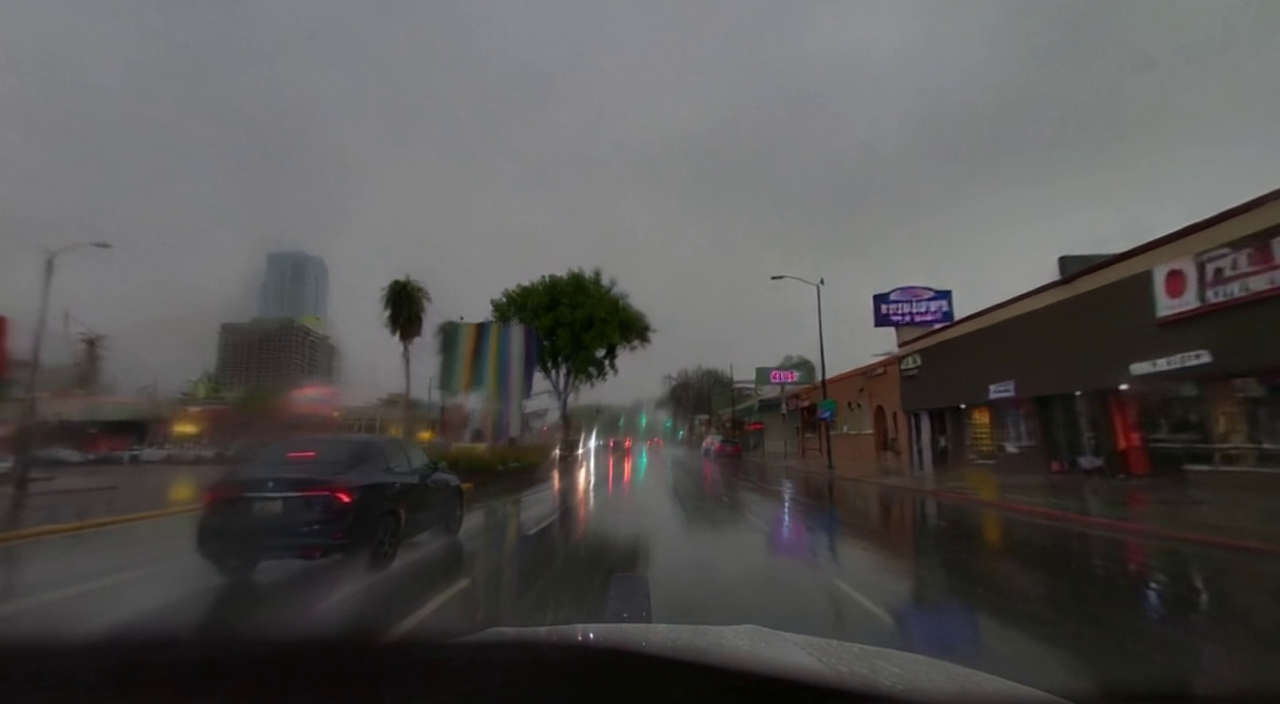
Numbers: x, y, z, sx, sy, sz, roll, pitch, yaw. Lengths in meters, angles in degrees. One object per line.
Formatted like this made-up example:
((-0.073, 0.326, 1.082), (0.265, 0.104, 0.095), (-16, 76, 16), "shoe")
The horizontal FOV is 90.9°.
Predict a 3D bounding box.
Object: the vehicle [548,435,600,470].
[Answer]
((-3.236, 5.036, 31.643), (2.024, 1.636, 4.121), (0, -9, 2), "vehicle")

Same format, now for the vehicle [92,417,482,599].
((-3.544, 1.646, 7.576), (2.032, 1.511, 4.424), (0, -9, 1), "vehicle")

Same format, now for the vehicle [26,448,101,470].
((-40.813, 7.569, 44.614), (4.387, 1.471, 1.856), (-3, -9, 19), "vehicle")
